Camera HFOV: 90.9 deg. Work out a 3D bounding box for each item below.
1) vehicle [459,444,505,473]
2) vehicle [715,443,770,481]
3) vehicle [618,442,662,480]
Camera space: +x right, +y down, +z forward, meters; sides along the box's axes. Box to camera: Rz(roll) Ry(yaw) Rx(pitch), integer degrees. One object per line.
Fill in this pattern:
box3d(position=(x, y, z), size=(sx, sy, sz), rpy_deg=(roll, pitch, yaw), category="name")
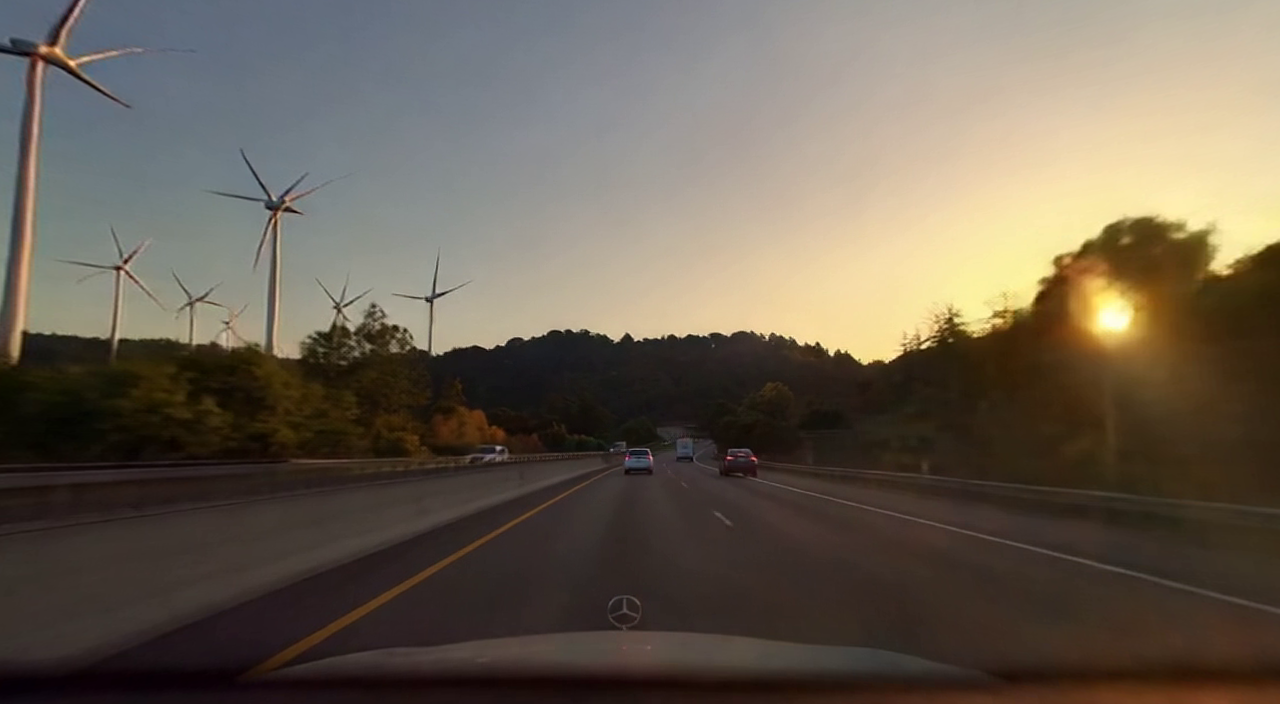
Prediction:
box3d(position=(-12.019, 8.140, 48.210), size=(2.083, 2.091, 5.097), rpy_deg=(-1, -9, 1), category="vehicle")
box3d(position=(5.004, 5.462, 31.438), size=(2.040, 1.721, 4.507), rpy_deg=(0, -9, 1), category="vehicle")
box3d(position=(0.016, 5.309, 30.810), size=(2.038, 1.723, 4.150), rpy_deg=(0, -9, 0), category="vehicle")
